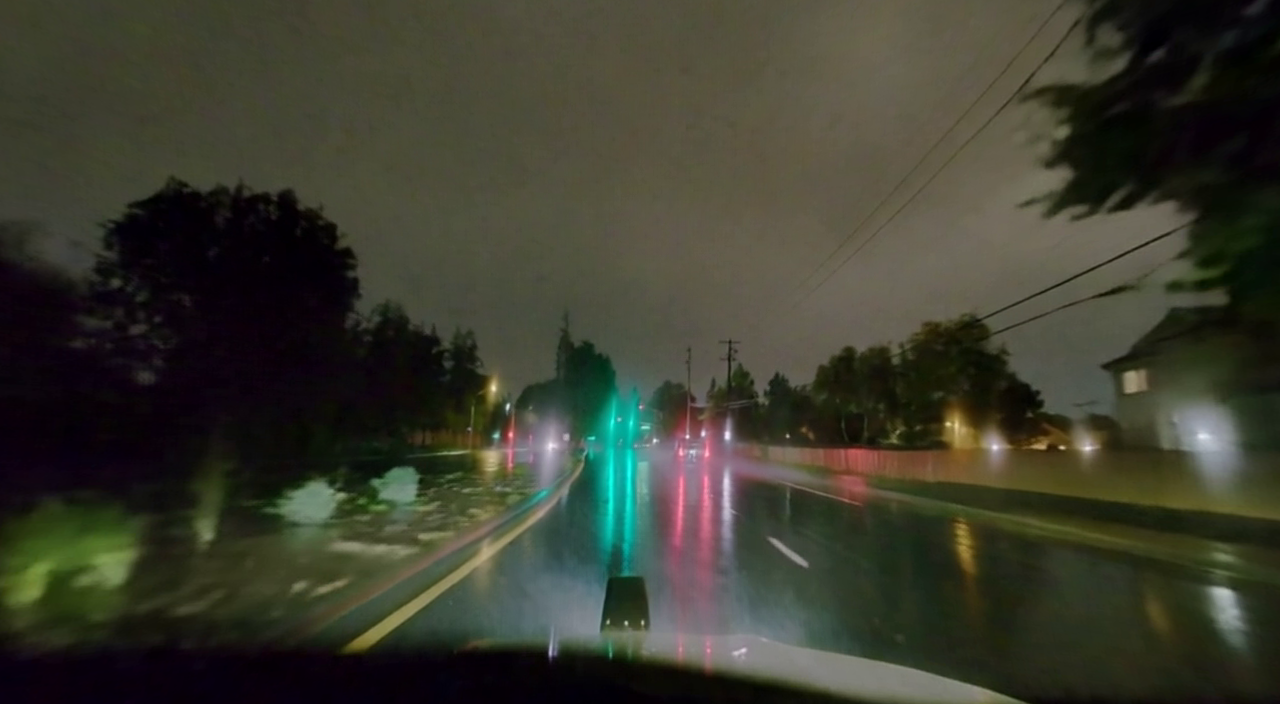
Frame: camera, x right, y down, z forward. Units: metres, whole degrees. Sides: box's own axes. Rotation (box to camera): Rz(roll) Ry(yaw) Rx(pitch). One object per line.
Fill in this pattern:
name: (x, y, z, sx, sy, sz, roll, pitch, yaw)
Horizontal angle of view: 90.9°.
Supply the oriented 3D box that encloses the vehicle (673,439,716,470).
vehicle: (3.357, 6.384, 39.577, 2.240, 1.781, 4.433, 0, -8, -1)
